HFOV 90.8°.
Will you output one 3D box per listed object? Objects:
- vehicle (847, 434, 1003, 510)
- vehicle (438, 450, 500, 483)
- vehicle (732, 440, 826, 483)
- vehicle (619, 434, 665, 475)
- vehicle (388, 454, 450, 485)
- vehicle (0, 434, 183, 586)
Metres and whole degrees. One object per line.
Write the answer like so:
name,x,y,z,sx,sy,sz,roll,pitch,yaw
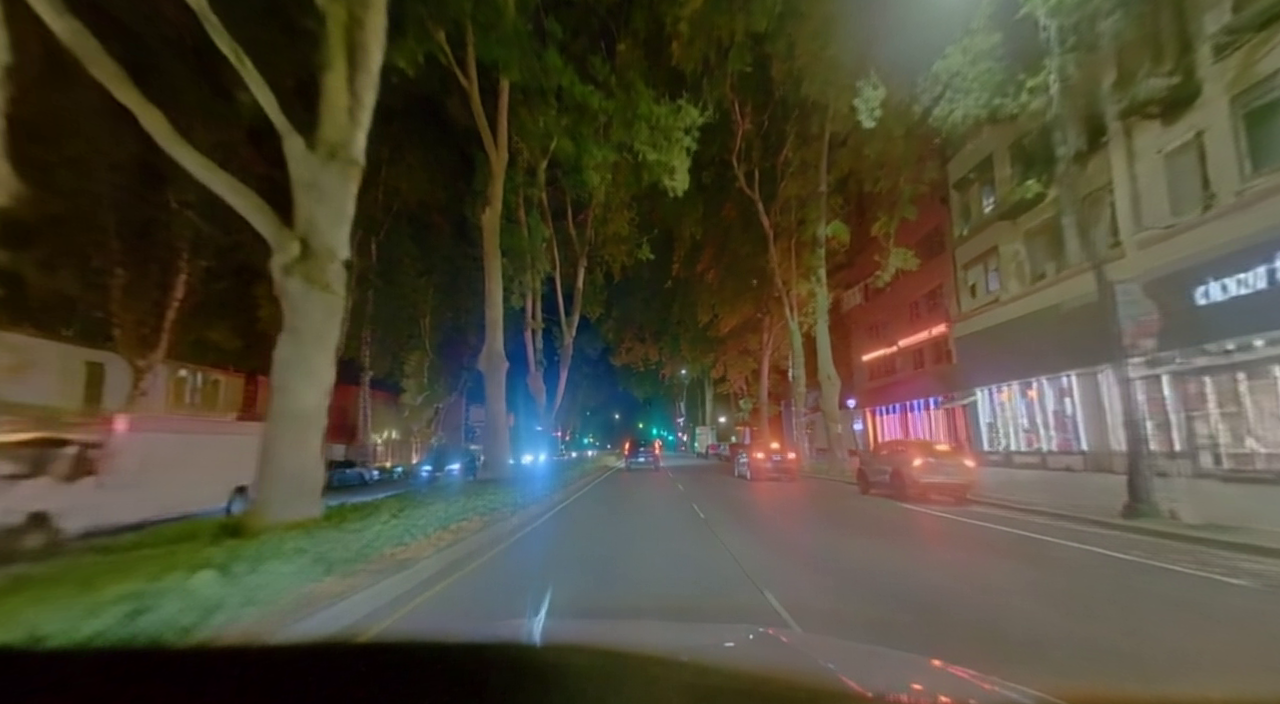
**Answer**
vehicle,7.273,3.092,16.752,2.004,1.714,4.356,0,-9,-1
vehicle,-8.590,5.765,32.128,1.982,1.505,4.065,0,-9,1
vehicle,6.006,4.787,27.990,2.114,1.697,4.739,2,-9,-15
vehicle,0.137,5.521,34.215,2.293,2.036,4.853,0,-9,1
vehicle,-11.878,6.328,34.277,1.808,1.459,4.129,0,-9,1
vehicle,-8.128,1.864,7.719,1.977,1.669,4.387,0,-9,-4
